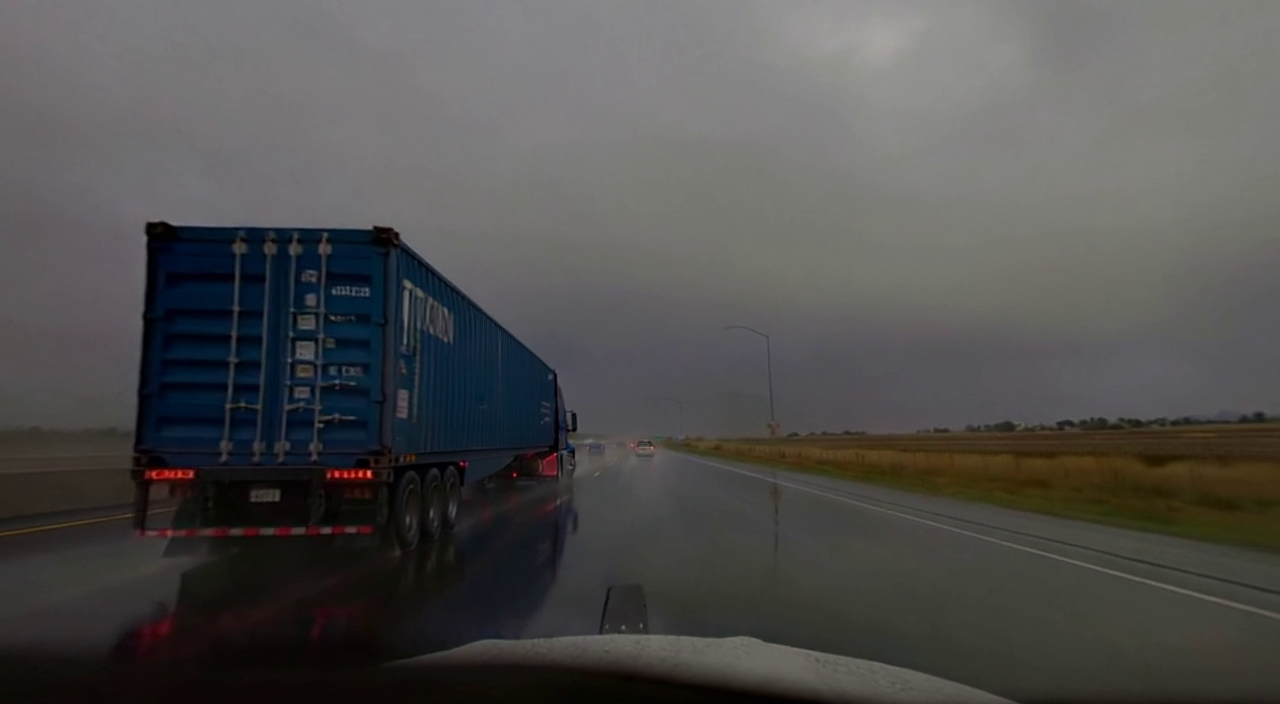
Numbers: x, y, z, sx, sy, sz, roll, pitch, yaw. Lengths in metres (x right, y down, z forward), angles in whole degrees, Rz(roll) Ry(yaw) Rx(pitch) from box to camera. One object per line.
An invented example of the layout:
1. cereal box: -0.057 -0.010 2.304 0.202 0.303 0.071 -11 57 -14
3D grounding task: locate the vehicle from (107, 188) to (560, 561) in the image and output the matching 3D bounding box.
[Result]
1. vehicle: -4.044 1.135 13.430 2.840 4.032 13.388 0 -8 1

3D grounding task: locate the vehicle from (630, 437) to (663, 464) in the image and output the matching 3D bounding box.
1. vehicle: 0.422 6.644 42.843 2.136 1.718 4.157 0 -8 0
